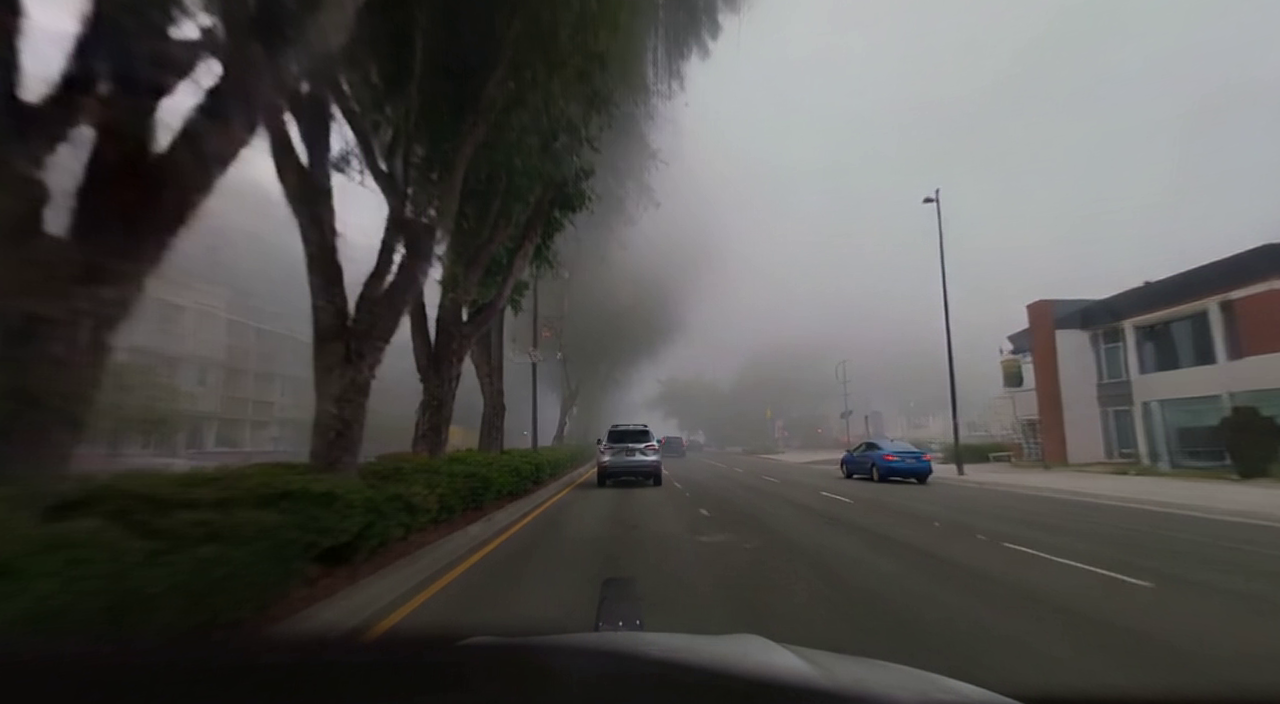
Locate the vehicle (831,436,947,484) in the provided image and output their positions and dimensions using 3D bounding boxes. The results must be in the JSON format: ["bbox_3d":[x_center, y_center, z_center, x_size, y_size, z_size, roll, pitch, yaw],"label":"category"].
[{"bbox_3d":[8.257,3.618,21.468,2.002,1.456,4.631,0,-9,-1],"label":"vehicle"}]

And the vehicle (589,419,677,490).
[{"bbox_3d":[-0.212,2.967,18.492,2.277,1.816,4.192,0,-9,-1],"label":"vehicle"}]
